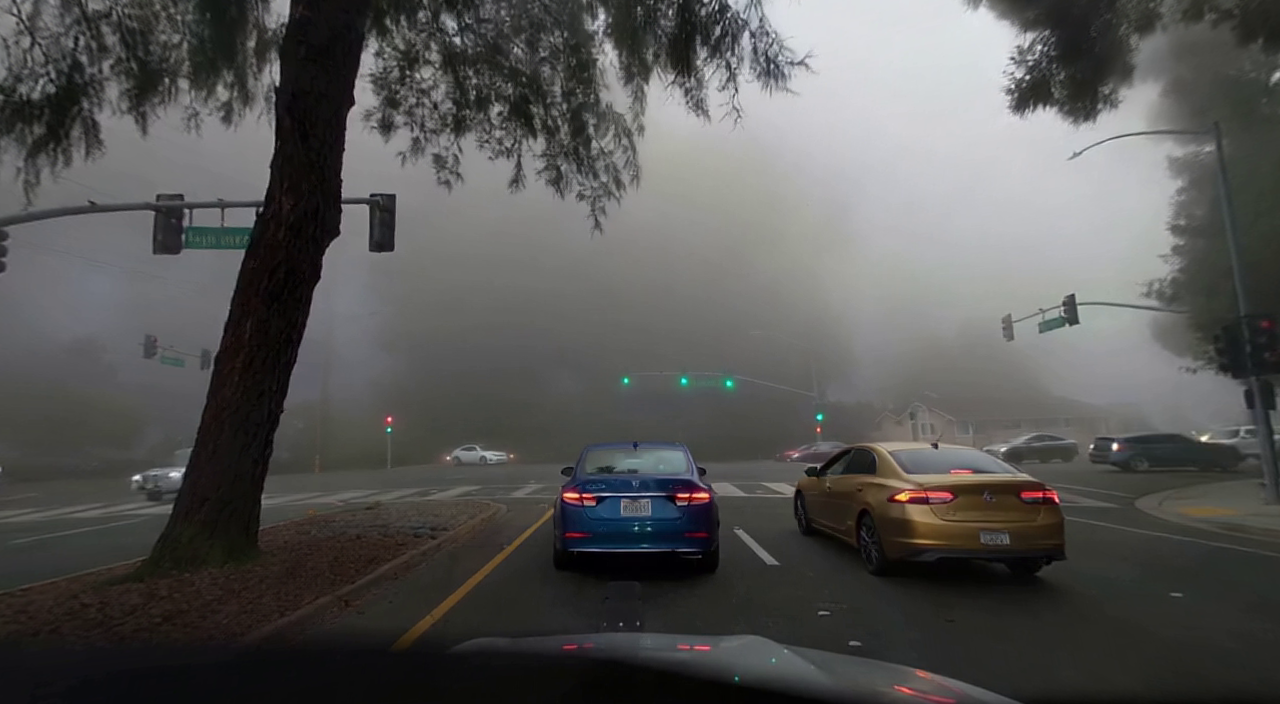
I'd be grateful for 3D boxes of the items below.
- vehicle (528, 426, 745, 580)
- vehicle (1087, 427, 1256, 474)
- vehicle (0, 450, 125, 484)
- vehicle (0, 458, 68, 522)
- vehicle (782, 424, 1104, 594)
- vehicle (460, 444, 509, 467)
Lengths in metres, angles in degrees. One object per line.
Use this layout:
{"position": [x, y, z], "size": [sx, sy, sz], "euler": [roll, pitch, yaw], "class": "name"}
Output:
{"position": [-0.056, 1.777, 8.258], "size": [2.103, 1.478, 4.073], "euler": [0, -8, -1], "class": "vehicle"}
{"position": [22.601, 4.208, 27.074], "size": [5.073, 1.916, 2.290], "euler": [0, -8, 2], "class": "vehicle"}
{"position": [-28.419, 5.621, 31.044], "size": [4.538, 1.591, 1.949], "euler": [0, -8, 2], "class": "vehicle"}
{"position": [-18.065, 3.920, 18.247], "size": [2.132, 1.491, 4.592], "euler": [4, -9, -43], "class": "vehicle"}
{"position": [3.181, 1.714, 7.763], "size": [1.913, 1.505, 4.097], "euler": [0, -8, 0], "class": "vehicle"}
{"position": [-11.083, 7.406, 45.361], "size": [2.102, 1.531, 5.072], "euler": [0, -8, 2], "class": "vehicle"}
